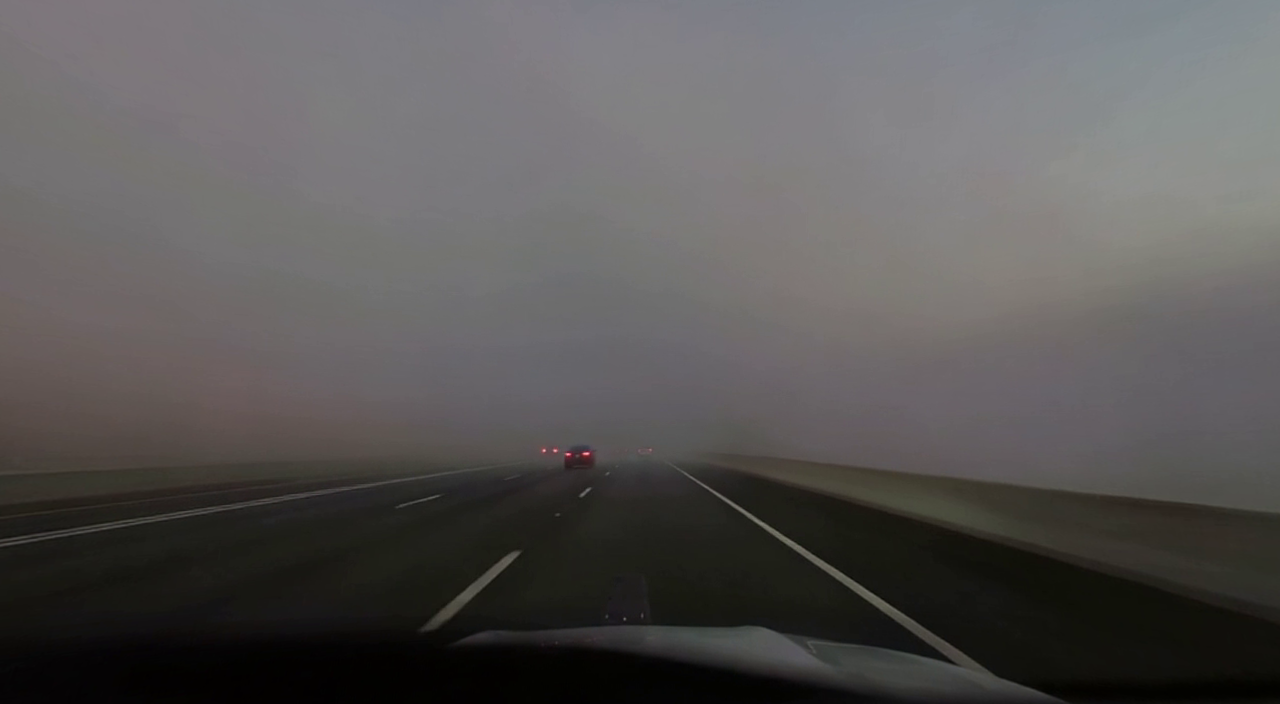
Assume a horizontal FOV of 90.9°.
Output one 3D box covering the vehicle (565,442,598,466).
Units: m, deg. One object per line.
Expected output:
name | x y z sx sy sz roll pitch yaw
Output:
vehicle | -3.827 6.740 41.782 1.786 1.488 4.023 0 -8 0
